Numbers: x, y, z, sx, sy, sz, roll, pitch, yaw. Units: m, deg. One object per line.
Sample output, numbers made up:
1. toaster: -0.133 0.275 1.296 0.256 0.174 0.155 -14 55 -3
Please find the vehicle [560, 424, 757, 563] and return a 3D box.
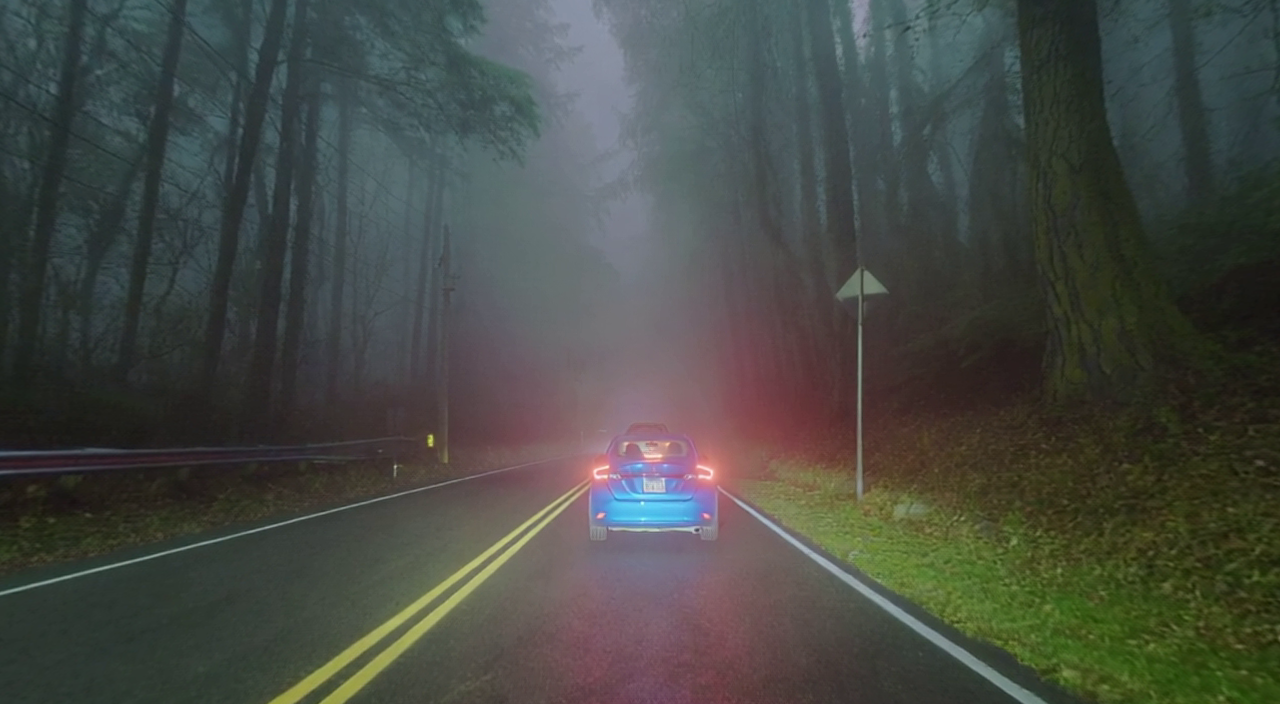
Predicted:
1. vehicle: 0.234 1.853 8.937 2.187 1.533 3.726 0 -8 1
